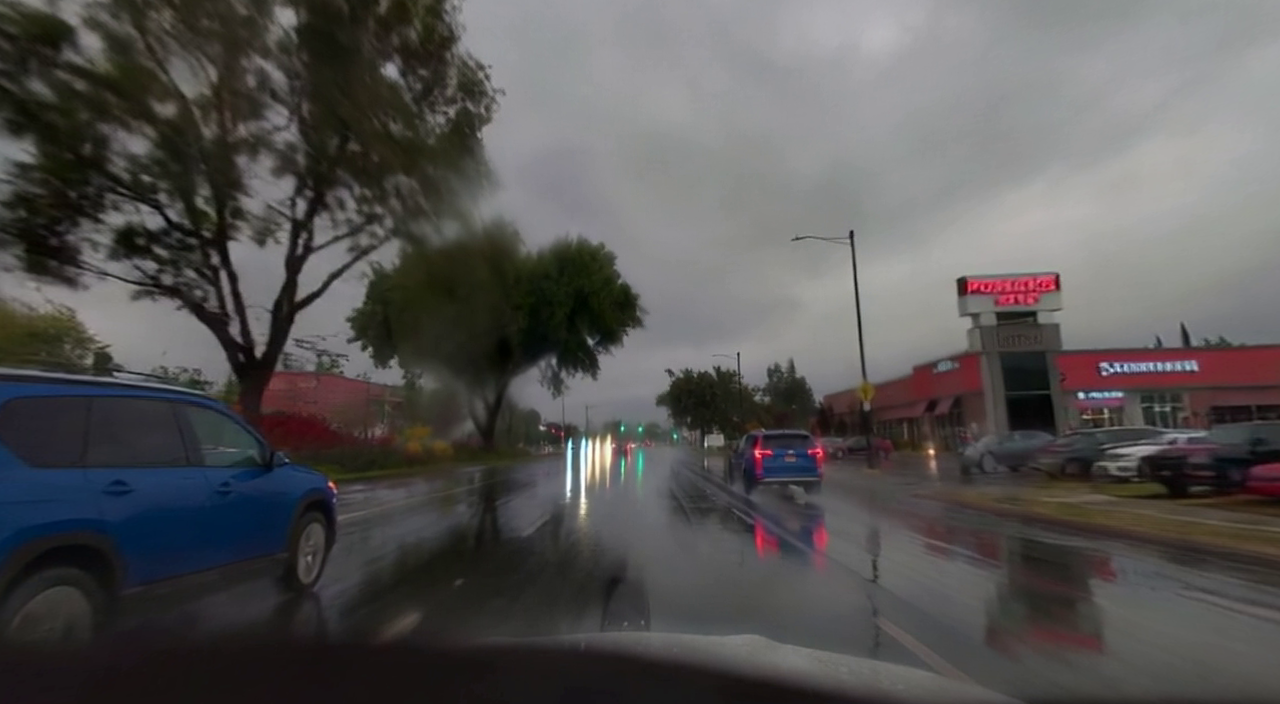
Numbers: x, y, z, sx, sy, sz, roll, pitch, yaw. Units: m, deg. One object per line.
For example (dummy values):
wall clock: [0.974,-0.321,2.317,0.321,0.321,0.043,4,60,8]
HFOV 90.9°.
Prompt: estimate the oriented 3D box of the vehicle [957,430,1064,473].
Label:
vehicle: [15.578,4.191,26.821,1.897,1.662,4.504,0,-8,2]

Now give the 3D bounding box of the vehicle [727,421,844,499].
vehicle: [3.676,2.825,16.851,2.024,1.773,4.431,0,-8,0]

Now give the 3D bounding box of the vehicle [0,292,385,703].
vehicle: [-3.866,0.938,4.250,2.210,1.925,4.838,0,-8,0]

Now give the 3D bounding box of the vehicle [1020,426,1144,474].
vehicle: [18.205,4.055,26.270,1.944,1.815,4.419,0,-8,1]

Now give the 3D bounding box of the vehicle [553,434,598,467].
vehicle: [-3.678,5.751,36.830,2.112,1.775,4.404,0,-8,1]

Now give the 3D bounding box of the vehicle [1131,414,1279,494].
vehicle: [13.486,2.143,13.431,4.393,1.557,1.936,0,-8,-2]
